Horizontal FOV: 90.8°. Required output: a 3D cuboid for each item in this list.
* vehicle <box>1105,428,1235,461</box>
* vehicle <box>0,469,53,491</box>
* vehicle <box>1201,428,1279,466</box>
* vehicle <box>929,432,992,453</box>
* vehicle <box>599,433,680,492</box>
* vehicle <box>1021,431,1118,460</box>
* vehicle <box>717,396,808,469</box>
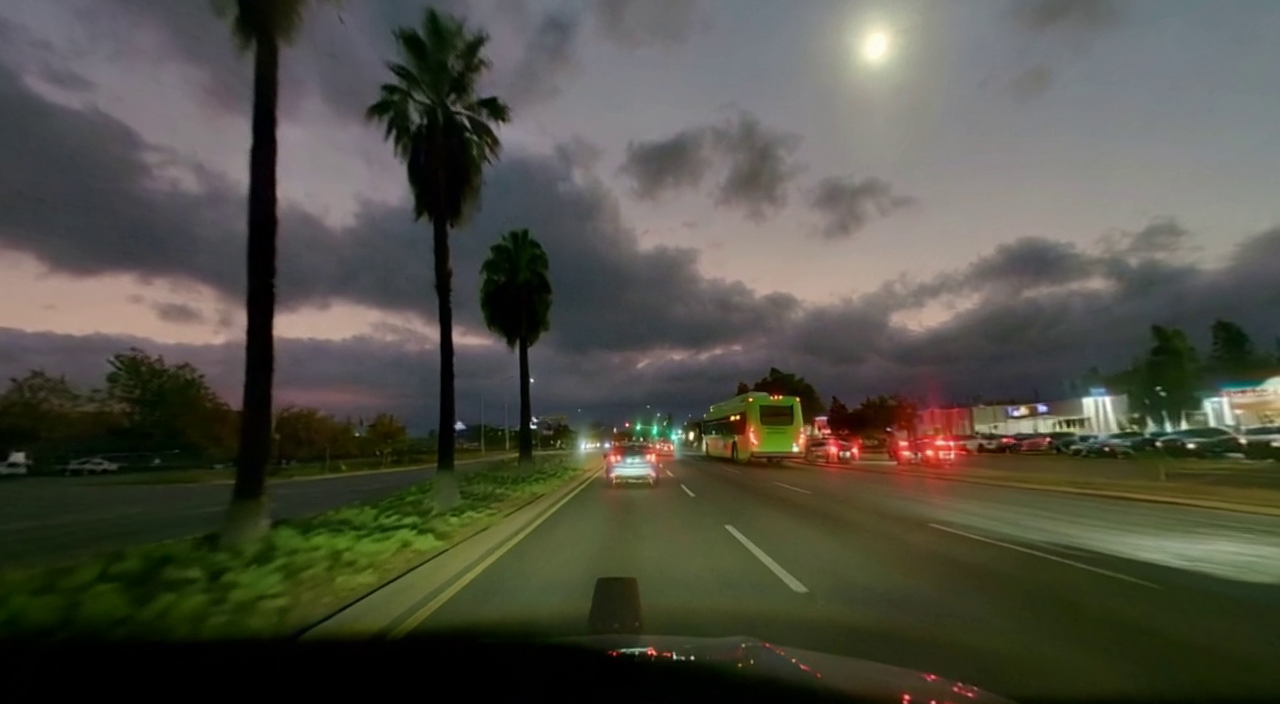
[{"bbox_3d":[25.194,4.432,30.152,4.492,1.492,1.855,0,-9,1],"label":"vehicle"},{"bbox_3d":[-43.986,8.905,43.894,1.714,1.415,4.313,-7,-11,39],"label":"vehicle"},{"bbox_3d":[25.601,3.792,25.331,4.319,1.444,1.888,0,-9,-1],"label":"vehicle"},{"bbox_3d":[24.973,7.099,49.336,3.950,1.441,1.675,-2,-8,-2],"label":"vehicle"},{"bbox_3d":[-0.055,3.162,18.338,2.065,1.477,4.306,0,-9,-1],"label":"vehicle"},{"bbox_3d":[25.348,5.536,37.389,4.260,1.455,1.767,-3,-9,3],"label":"vehicle"},{"bbox_3d":[6.251,4.432,33.930,2.795,3.383,9.287,0,-9,-1],"label":"vehicle"}]
